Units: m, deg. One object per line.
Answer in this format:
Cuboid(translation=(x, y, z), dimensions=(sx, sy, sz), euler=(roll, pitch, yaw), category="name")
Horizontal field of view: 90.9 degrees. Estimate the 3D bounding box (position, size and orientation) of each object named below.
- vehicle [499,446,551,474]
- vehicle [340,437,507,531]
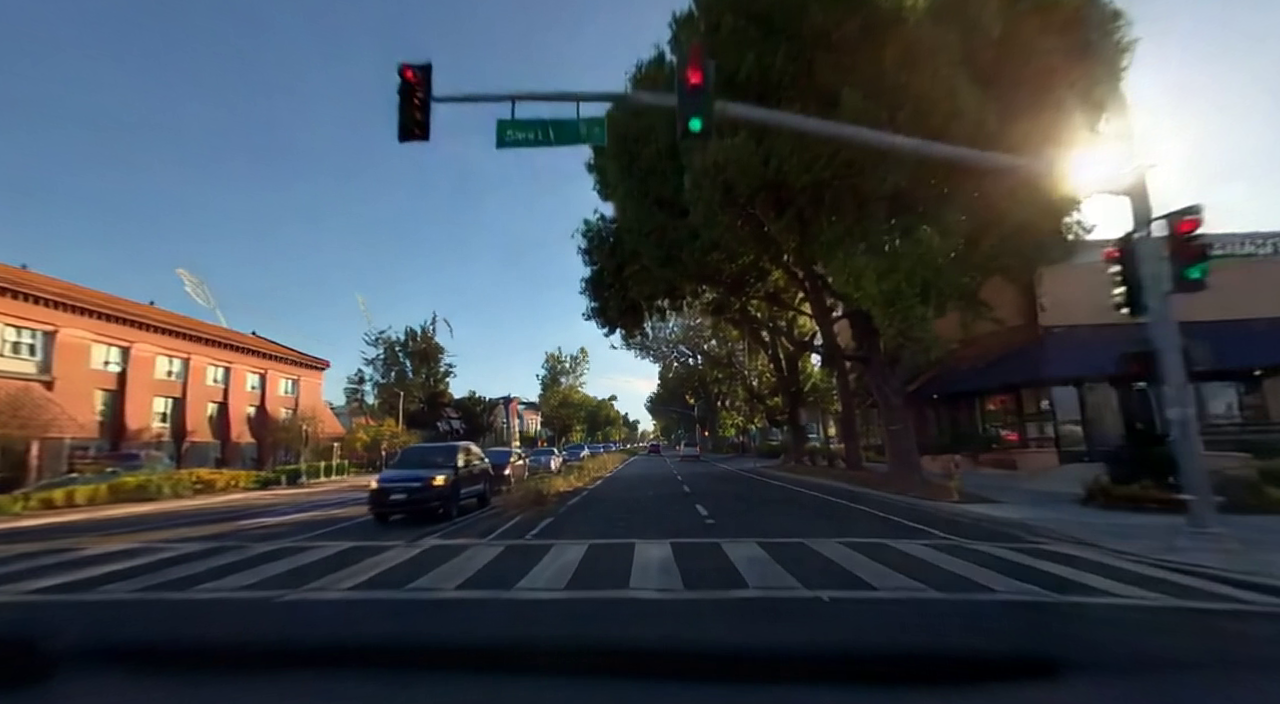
Cuboid(translation=(-6.643, 6.234, 36.786), dimensions=(1.998, 1.503, 4.699), euler=(0, -8, 2), category="vehicle")
Cuboid(translation=(-4.491, 2.731, 13.837), dimensions=(2.070, 1.481, 4.266), euler=(-5, -7, 1), category="vehicle")
